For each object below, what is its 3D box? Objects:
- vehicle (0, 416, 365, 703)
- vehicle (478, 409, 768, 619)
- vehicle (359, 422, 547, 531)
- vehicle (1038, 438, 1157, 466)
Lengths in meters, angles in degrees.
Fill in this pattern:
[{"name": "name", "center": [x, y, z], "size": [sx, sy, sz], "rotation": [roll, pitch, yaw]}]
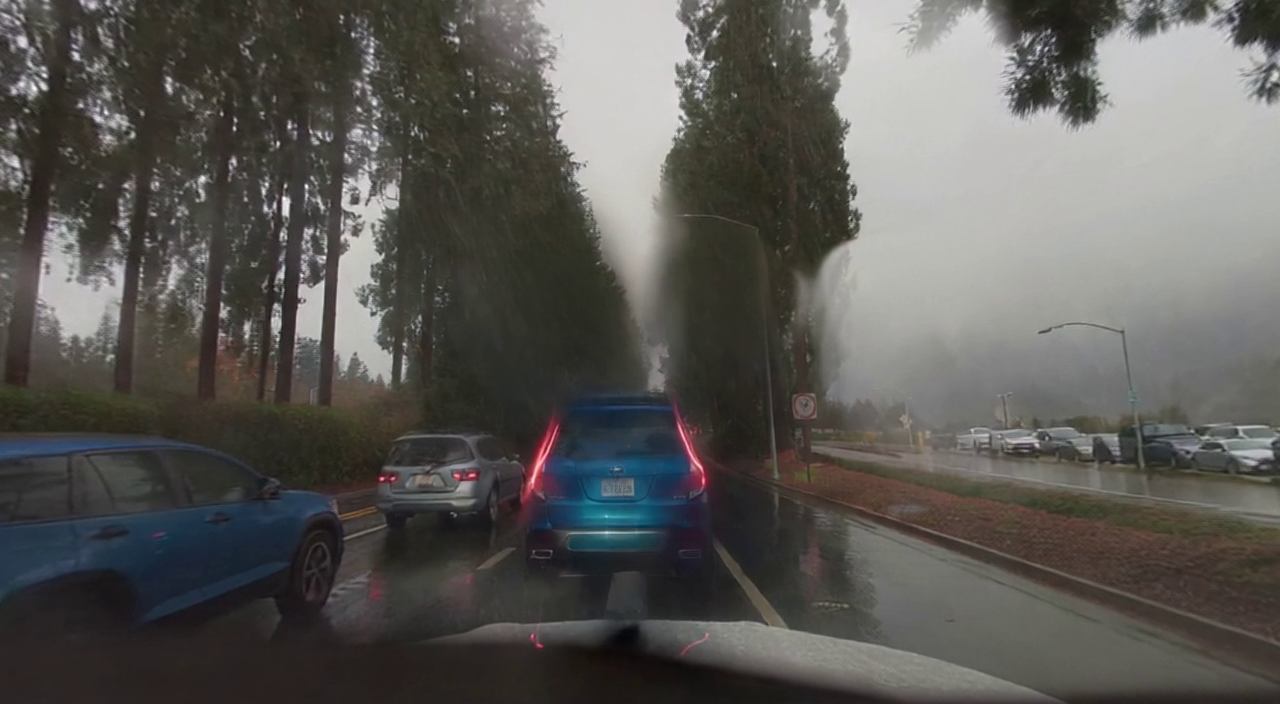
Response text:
[{"name": "vehicle", "center": [-3.680, 1.181, 3.827], "size": [1.922, 1.464, 4.424], "rotation": [0, -8, 2]}, {"name": "vehicle", "center": [-0.045, 1.531, 6.890], "size": [2.229, 1.591, 3.897], "rotation": [0, -8, 3]}, {"name": "vehicle", "center": [-3.393, 2.371, 12.655], "size": [2.188, 1.745, 4.618], "rotation": [0, -8, 2]}, {"name": "vehicle", "center": [28.480, 6.224, 39.438], "size": [5.955, 1.702, 2.166], "rotation": [1, -8, -6]}]
